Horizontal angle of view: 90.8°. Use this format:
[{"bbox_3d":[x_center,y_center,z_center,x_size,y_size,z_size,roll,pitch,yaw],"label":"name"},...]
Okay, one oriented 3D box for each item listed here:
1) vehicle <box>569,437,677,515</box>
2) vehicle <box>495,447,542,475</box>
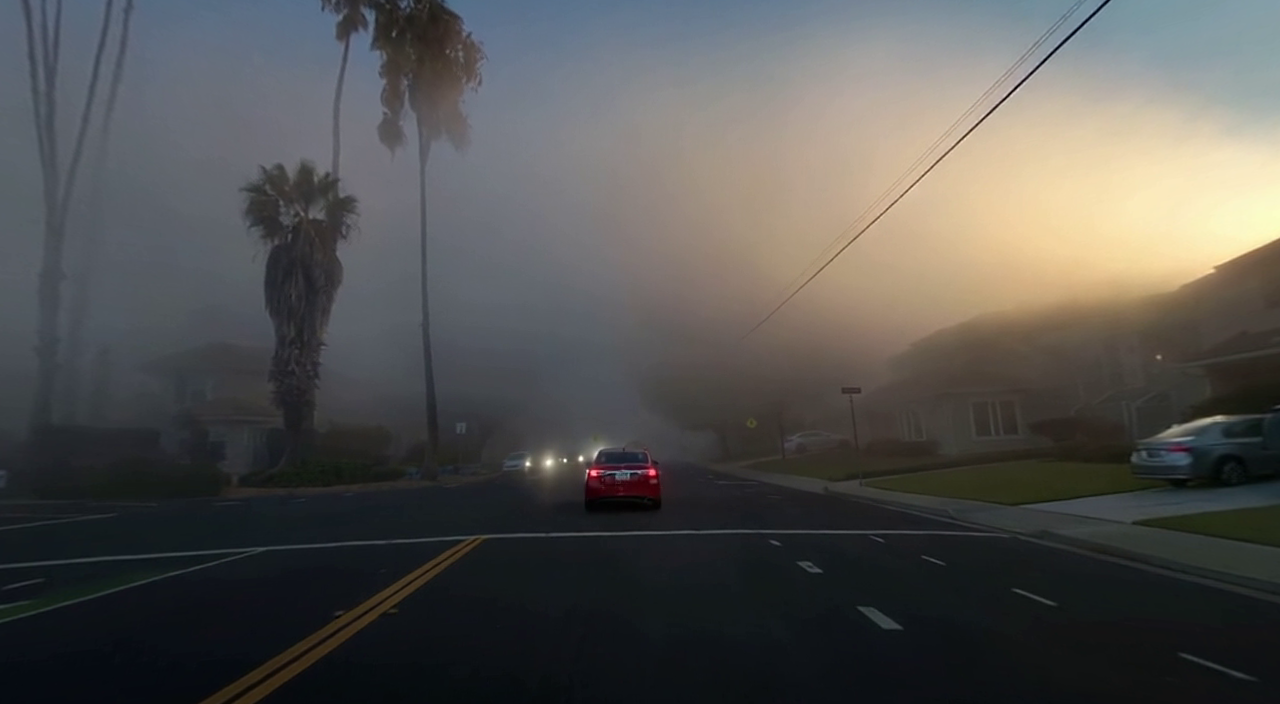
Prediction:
[{"bbox_3d":[-0.379,2.729,14.389,2.098,1.483,4.099,0,-9,-1],"label":"vehicle"},{"bbox_3d":[-7.978,7.179,41.865,2.069,1.441,4.368,-3,-7,1],"label":"vehicle"}]
